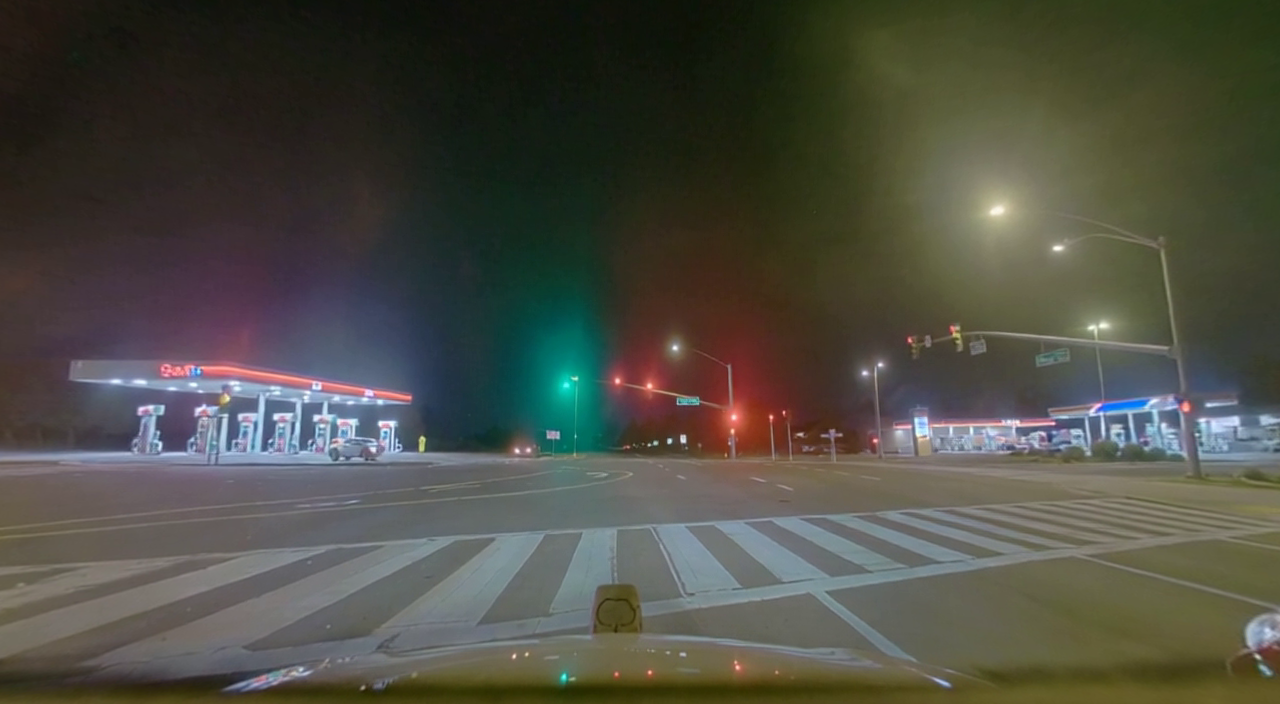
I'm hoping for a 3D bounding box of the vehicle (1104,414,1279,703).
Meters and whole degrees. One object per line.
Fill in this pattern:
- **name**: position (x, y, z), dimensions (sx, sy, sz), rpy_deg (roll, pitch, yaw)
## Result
- **vehicle**: position (3.313, 0.728, 0.816), dimensions (2.023, 1.437, 4.477), rpy_deg (0, -9, 0)
